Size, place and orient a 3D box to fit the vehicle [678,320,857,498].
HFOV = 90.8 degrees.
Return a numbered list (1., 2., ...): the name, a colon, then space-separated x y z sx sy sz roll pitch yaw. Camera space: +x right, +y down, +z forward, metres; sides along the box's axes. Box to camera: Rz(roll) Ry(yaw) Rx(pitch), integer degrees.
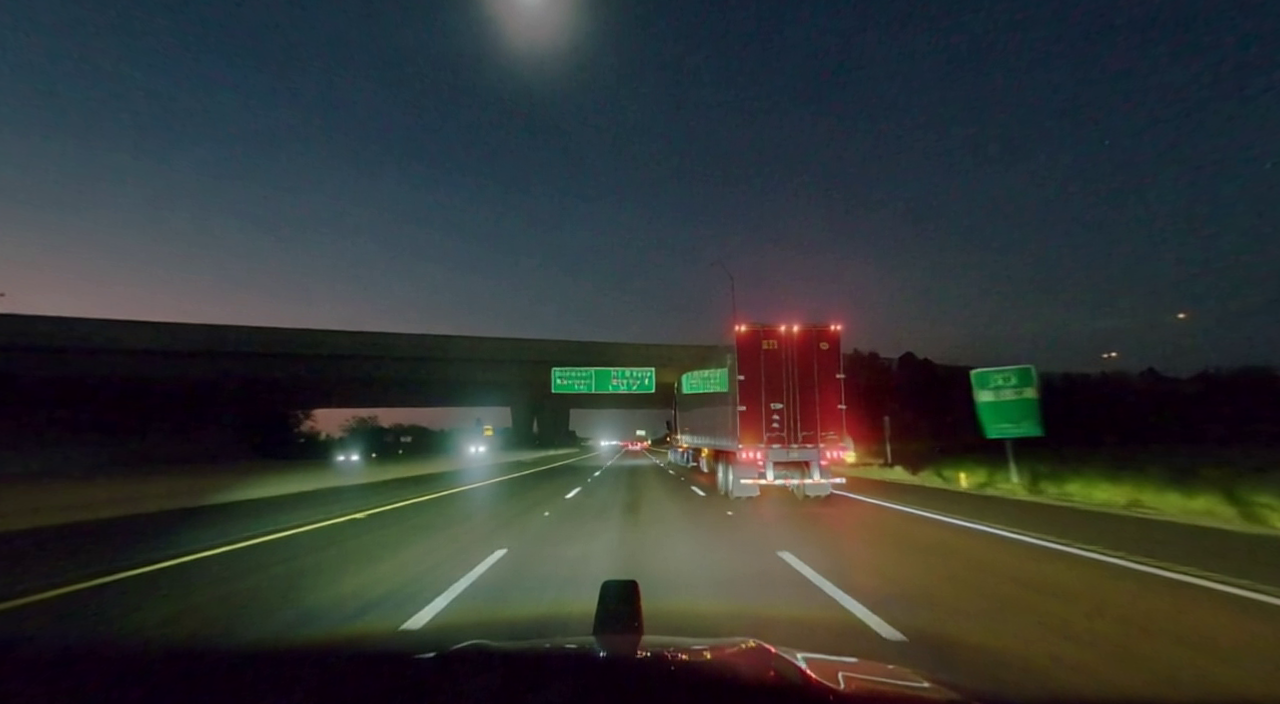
1. vehicle: 3.435 2.541 22.912 2.743 4.160 16.408 0 -9 -1
